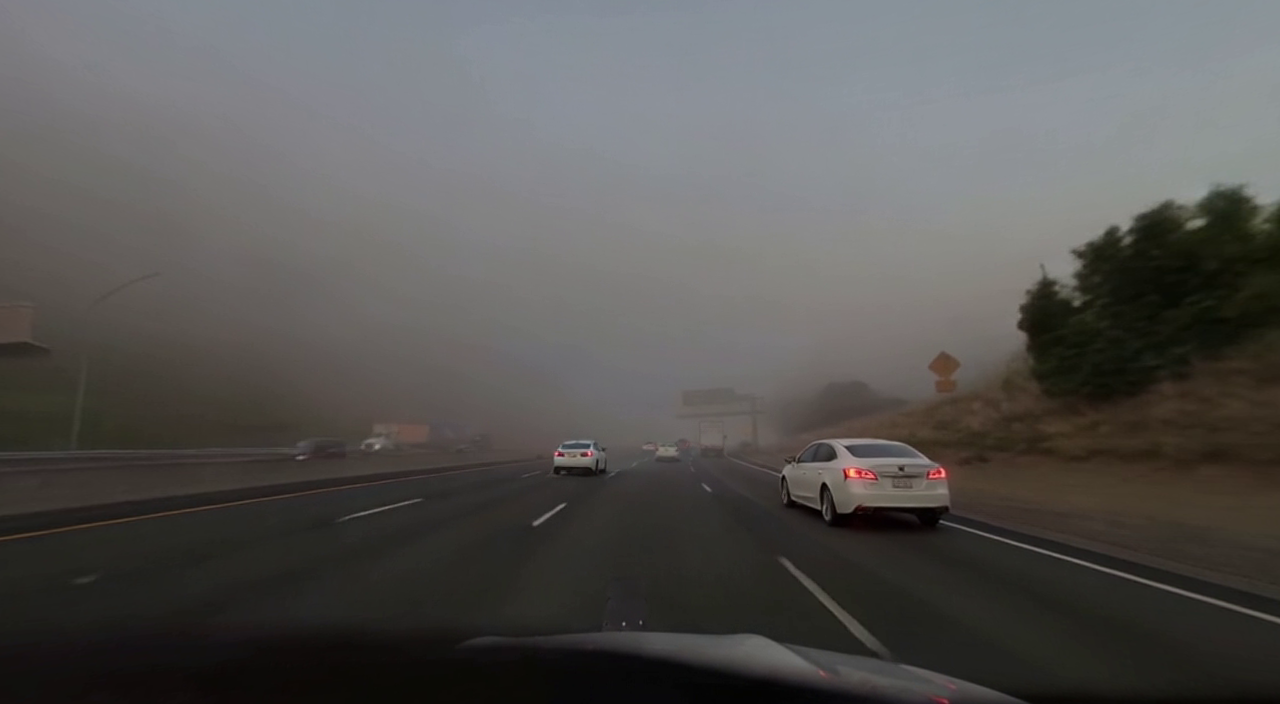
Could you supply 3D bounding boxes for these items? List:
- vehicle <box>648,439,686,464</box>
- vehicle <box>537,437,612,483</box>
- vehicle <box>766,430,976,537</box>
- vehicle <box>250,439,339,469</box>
[{"bbox_3d":[1.688,6.072,38.618,2.202,1.467,3.929,-1,-8,3],"label":"vehicle"},{"bbox_3d":[-2.287,3.957,23.485,2.031,1.491,4.792,-1,-8,3],"label":"vehicle"},{"bbox_3d":[3.653,2.141,10.973,2.013,1.464,4.317,0,-8,0],"label":"vehicle"},{"bbox_3d":[-18.767,5.548,34.529,1.943,1.538,4.704,-1,-8,4],"label":"vehicle"}]
